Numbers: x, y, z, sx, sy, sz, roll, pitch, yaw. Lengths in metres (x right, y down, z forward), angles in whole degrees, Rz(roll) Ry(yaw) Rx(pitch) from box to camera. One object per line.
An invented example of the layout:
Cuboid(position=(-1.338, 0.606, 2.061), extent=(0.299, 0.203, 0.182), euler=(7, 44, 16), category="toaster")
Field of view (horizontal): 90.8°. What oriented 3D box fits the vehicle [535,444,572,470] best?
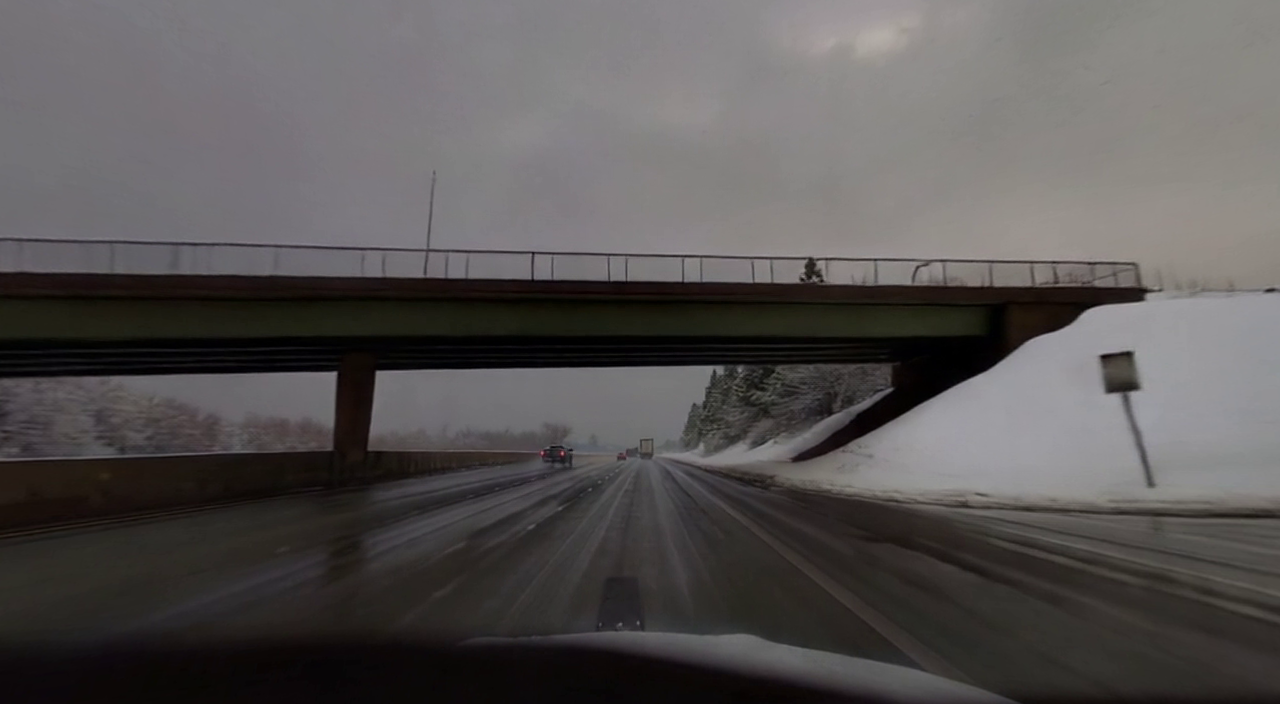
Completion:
Cuboid(position=(-6.744, 8.244, 49.780), extent=(2.232, 1.947, 5.180), euler=(0, -9, 0), category="vehicle")
